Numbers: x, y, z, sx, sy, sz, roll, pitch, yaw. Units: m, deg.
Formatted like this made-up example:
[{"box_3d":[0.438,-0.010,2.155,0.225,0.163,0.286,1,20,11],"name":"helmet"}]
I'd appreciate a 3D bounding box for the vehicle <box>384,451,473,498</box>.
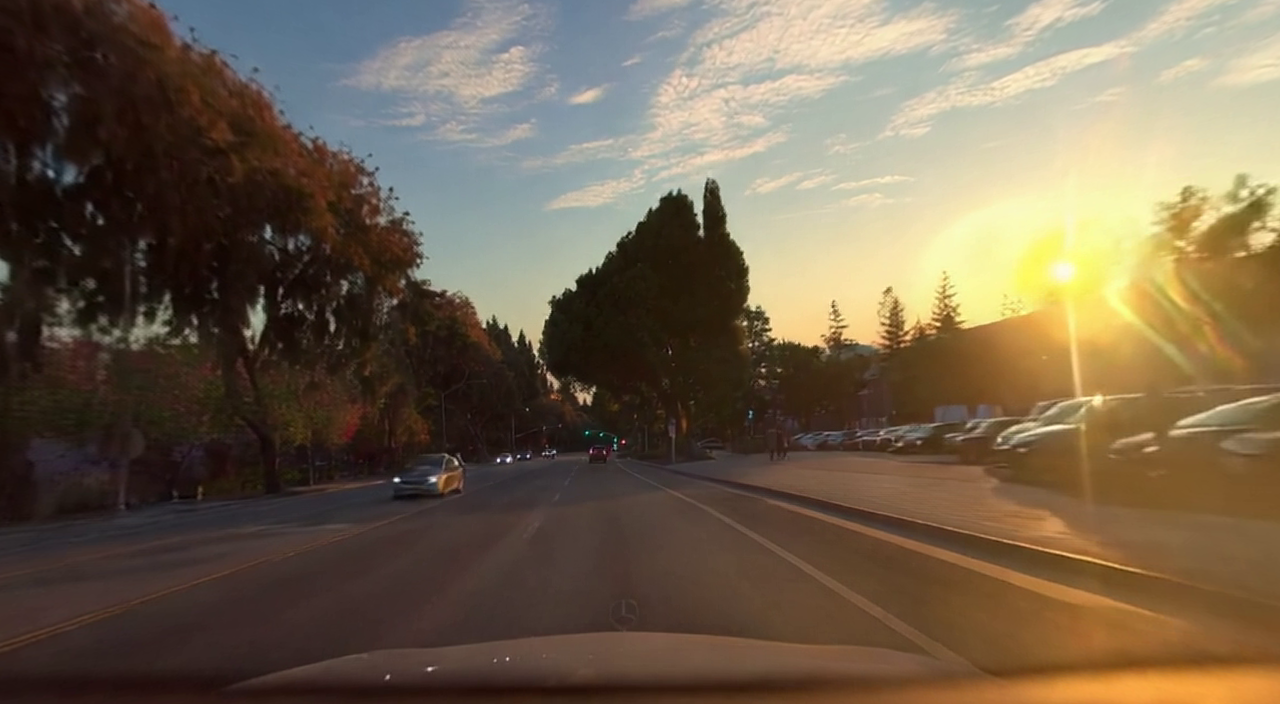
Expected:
[{"box_3d":[-7.688,4.466,23.438,2.033,1.511,4.247,0,-8,-3],"name":"vehicle"}]
